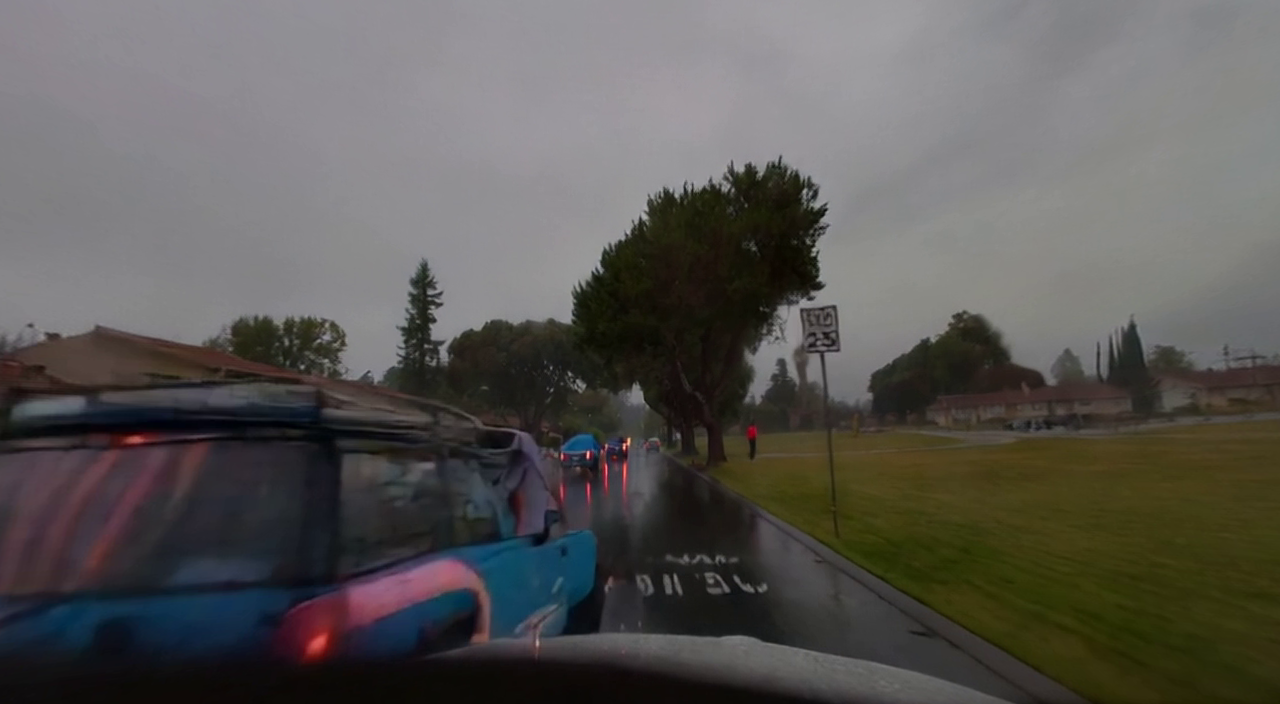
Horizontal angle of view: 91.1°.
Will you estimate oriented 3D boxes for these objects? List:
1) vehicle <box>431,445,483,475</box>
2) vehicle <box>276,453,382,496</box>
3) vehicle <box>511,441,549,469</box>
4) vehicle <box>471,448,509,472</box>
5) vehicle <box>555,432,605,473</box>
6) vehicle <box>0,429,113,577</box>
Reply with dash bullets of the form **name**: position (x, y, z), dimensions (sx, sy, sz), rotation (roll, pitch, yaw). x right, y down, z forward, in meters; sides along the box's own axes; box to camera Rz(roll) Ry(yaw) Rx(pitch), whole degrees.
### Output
- **vehicle**: position (-11.699, 6.944, 40.577), dimensions (1.904, 1.728, 4.997), rotation (1, -8, -1)
- **vehicle**: position (-12.181, 4.800, 24.995), dimensions (1.887, 1.469, 4.691), rotation (-1, -9, -1)
- **vehicle**: position (-8.543, 8.036, 49.168), dimensions (2.019, 1.907, 4.697), rotation (-4, -8, 1)
- **vehicle**: position (-11.662, 8.401, 49.067), dimensions (1.910, 1.462, 4.581), rotation (-4, -7, -1)
- **vehicle**: position (-2.832, 4.859, 30.554), dimensions (1.908, 1.809, 4.230), rotation (-1, -8, 1)
- **vehicle**: position (-8.888, 1.724, 6.603), dimensions (2.060, 1.785, 5.303), rotation (-2, -8, 1)
